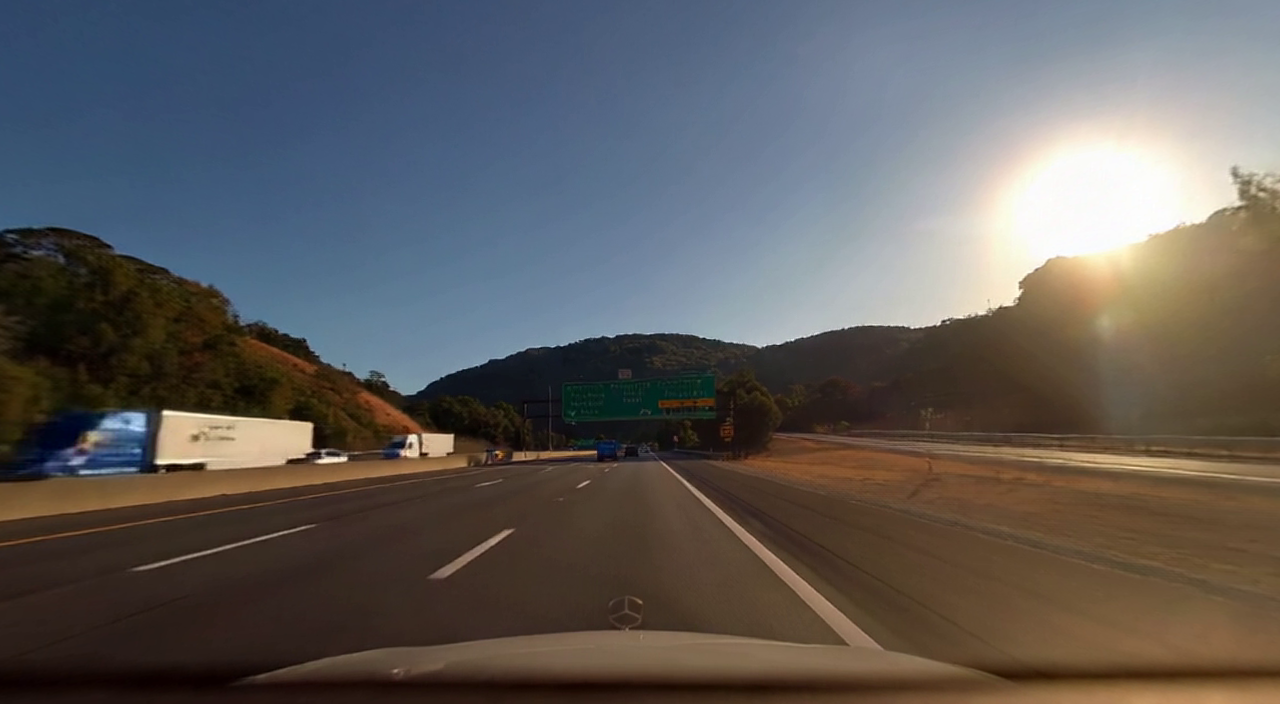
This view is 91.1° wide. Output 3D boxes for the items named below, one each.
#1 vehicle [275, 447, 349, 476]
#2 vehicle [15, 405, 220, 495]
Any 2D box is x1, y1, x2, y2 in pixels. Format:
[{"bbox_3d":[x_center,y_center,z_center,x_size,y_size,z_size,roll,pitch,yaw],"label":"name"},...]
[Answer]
[{"bbox_3d":[-21.651,7.220,41.712,2.157,1.715,4.929,0,-8,1],"label":"vehicle"},{"bbox_3d":[-25.759,4.939,31.790,2.998,3.912,8.302,0,-8,1],"label":"vehicle"}]
